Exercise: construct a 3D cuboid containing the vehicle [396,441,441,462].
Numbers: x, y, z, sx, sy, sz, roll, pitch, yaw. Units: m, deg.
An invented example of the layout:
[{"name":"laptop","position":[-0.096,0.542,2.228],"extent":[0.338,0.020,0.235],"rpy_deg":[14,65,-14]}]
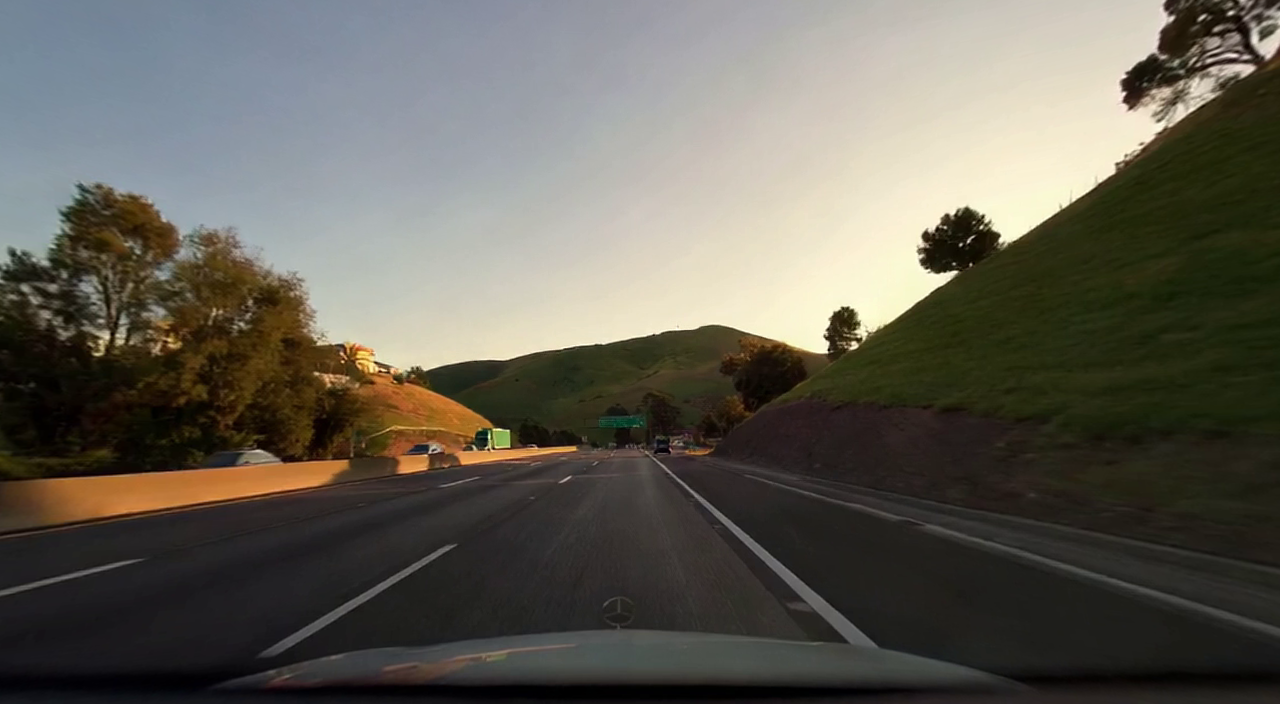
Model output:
[{"name":"vehicle","position":[-16.676,7.489,47.668],"extent":[1.788,1.460,4.368],"rpy_deg":[-1,-8,0]}]
